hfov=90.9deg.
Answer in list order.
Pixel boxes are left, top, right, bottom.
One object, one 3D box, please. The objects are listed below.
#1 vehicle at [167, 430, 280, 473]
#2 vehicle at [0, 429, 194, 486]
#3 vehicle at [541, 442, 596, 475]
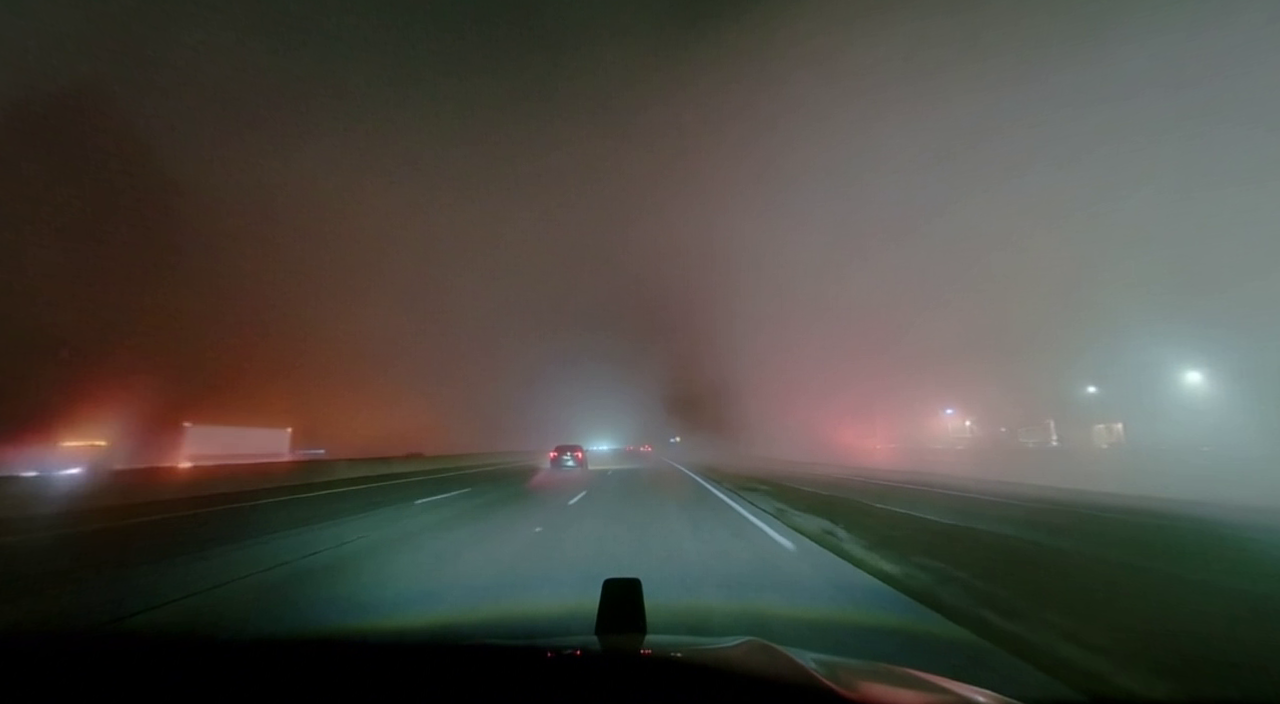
[{"bbox_3d":[-31.718,7.654,48.639,2.802,2.979,8.523,0,-8,1],"label":"vehicle"},{"bbox_3d":[-31.752,6.199,37.690,2.984,2.941,9.677,0,-8,1],"label":"vehicle"},{"bbox_3d":[-3.388,5.163,30.793,2.128,1.450,4.078,0,-8,1],"label":"vehicle"}]
